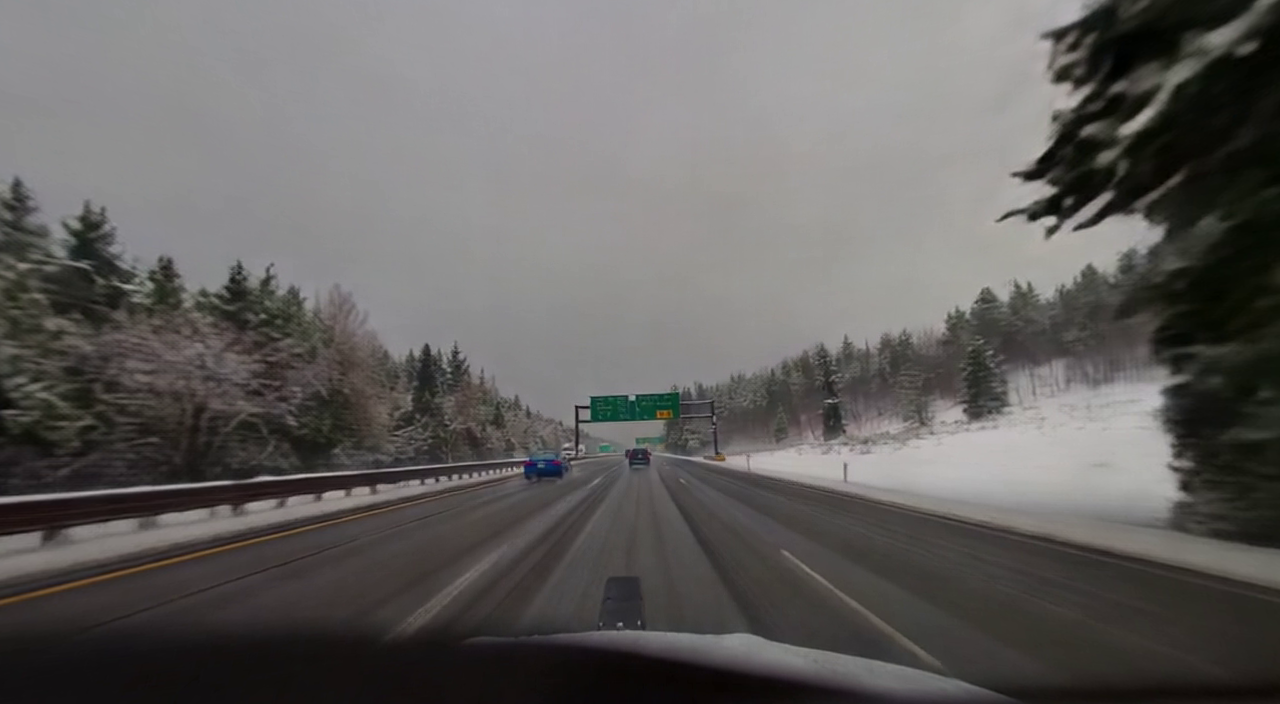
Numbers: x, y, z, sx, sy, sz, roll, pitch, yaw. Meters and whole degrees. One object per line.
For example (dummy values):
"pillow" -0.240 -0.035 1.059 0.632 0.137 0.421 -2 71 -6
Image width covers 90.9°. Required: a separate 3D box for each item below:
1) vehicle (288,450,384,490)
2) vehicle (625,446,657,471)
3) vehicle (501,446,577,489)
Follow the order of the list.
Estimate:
"vehicle" -12.750 4.939 26.768 1.827 1.493 4.634 0 -9 -1
"vehicle" 0.069 7.123 42.213 2.011 1.590 3.607 0 -9 0
"vehicle" -3.753 4.383 24.303 2.157 1.483 4.601 0 -9 1
